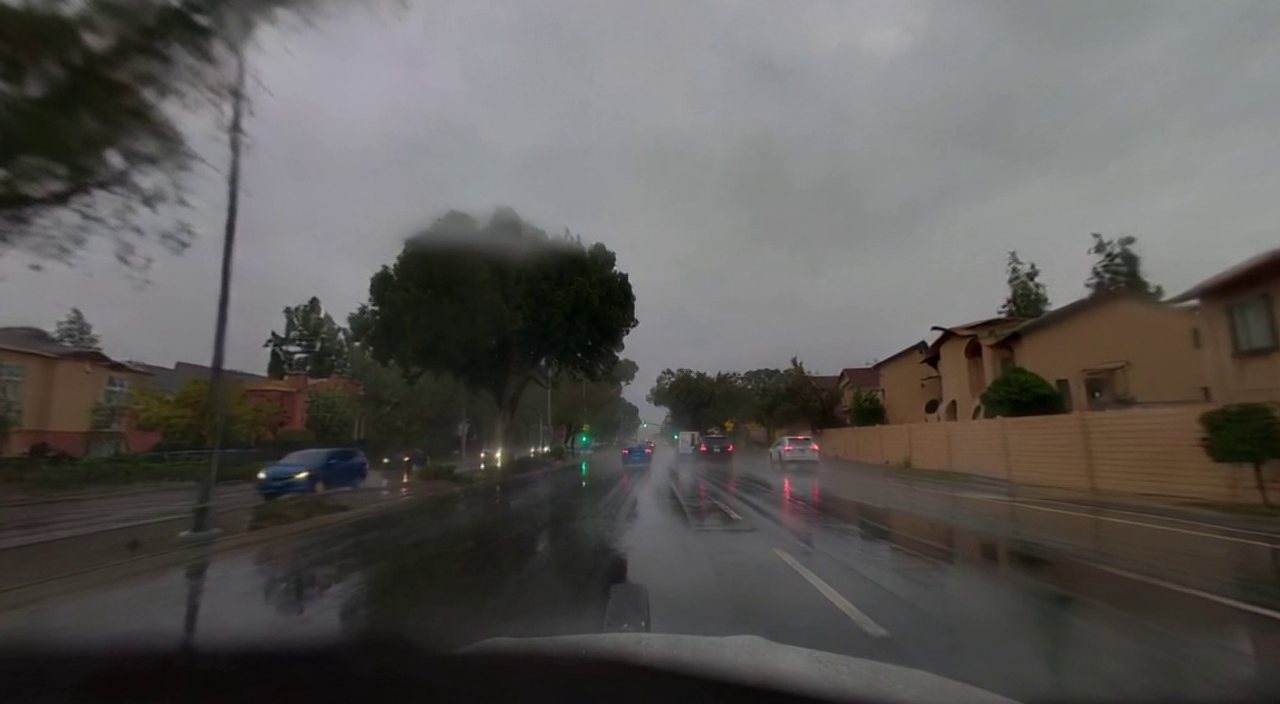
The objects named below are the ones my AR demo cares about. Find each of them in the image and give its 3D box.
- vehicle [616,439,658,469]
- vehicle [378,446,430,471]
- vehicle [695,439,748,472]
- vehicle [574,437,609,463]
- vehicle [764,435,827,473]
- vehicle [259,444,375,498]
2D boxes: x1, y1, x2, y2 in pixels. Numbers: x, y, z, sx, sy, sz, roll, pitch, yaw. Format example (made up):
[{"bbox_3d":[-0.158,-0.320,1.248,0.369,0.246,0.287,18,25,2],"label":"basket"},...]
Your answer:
[{"bbox_3d":[-0.111,5.396,33.505,2.102,1.481,3.907,0,-8,1],"label":"vehicle"},{"bbox_3d":[-17.802,8.035,47.870,2.110,1.789,4.639,0,-8,1],"label":"vehicle"},{"bbox_3d":[3.930,5.053,31.082,2.067,1.514,4.188,0,-8,0],"label":"vehicle"},{"bbox_3d":[-3.342,6.798,44.056,2.031,1.705,4.325,0,-8,1],"label":"vehicle"},{"bbox_3d":[7.484,4.943,30.794,1.972,1.700,4.269,0,-8,0],"label":"vehicle"},{"bbox_3d":[-10.366,3.801,20.584,1.728,1.560,3.779,0,-8,1],"label":"vehicle"}]
